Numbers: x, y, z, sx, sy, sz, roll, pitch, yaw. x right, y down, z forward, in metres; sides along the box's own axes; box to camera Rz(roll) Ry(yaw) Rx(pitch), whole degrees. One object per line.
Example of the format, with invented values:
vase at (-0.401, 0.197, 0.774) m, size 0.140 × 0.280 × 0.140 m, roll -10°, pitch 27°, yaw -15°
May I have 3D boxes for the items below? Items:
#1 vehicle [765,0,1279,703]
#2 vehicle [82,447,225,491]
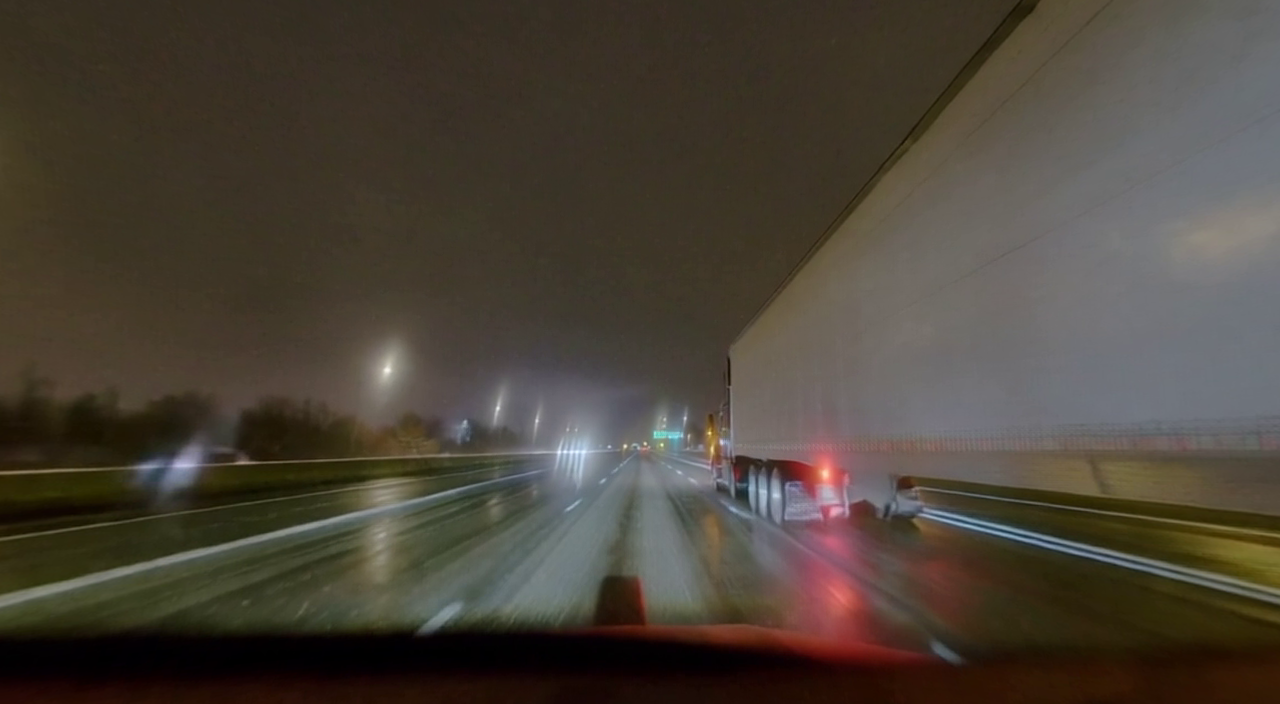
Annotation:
vehicle at (3.786, -0.163, 3.850) m, size 2.949 × 4.149 × 16.046 m, roll 0°, pitch -9°, yaw 1°
vehicle at (-18.894, 4.538, 24.780) m, size 1.961 × 1.550 × 4.440 m, roll 0°, pitch -9°, yaw 2°
